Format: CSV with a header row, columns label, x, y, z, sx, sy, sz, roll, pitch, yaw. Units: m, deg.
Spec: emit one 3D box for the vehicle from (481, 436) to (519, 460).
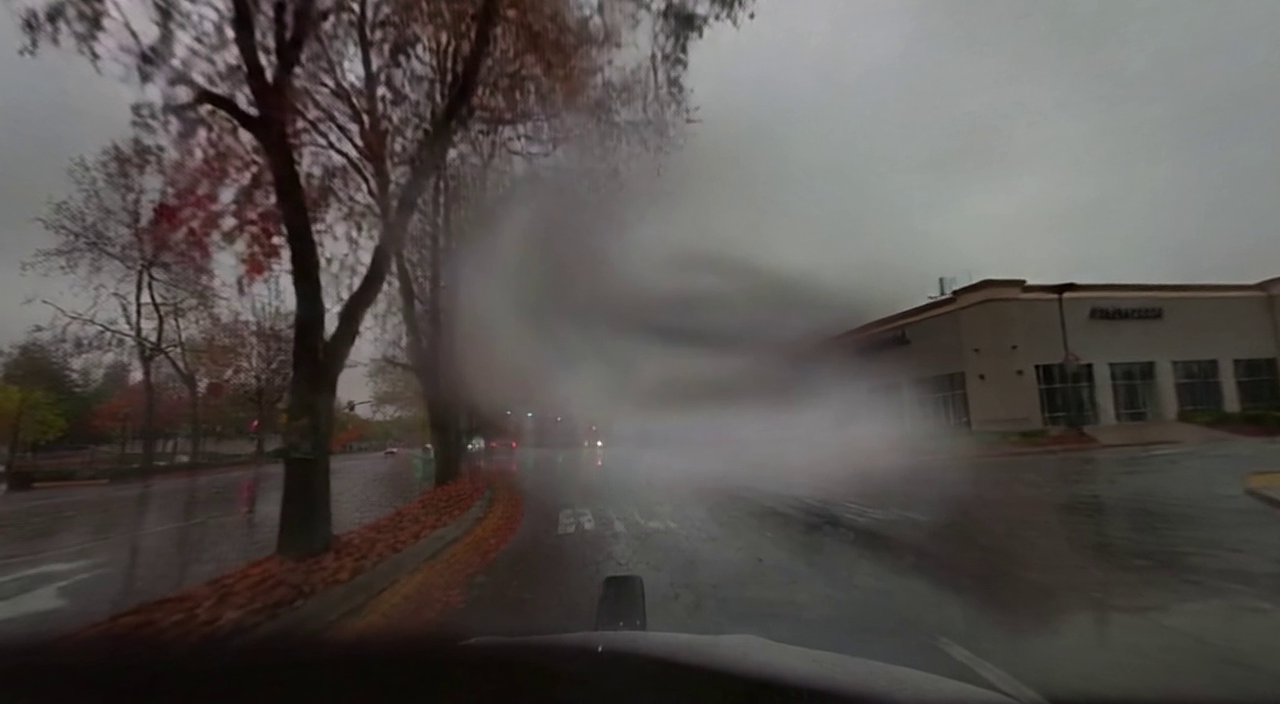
label,x,y,z,sx,sy,sz,roll,pitch,yaw
vehicle,-9.290,6.335,41.521,2.018,1.512,4.304,2,-9,-17
